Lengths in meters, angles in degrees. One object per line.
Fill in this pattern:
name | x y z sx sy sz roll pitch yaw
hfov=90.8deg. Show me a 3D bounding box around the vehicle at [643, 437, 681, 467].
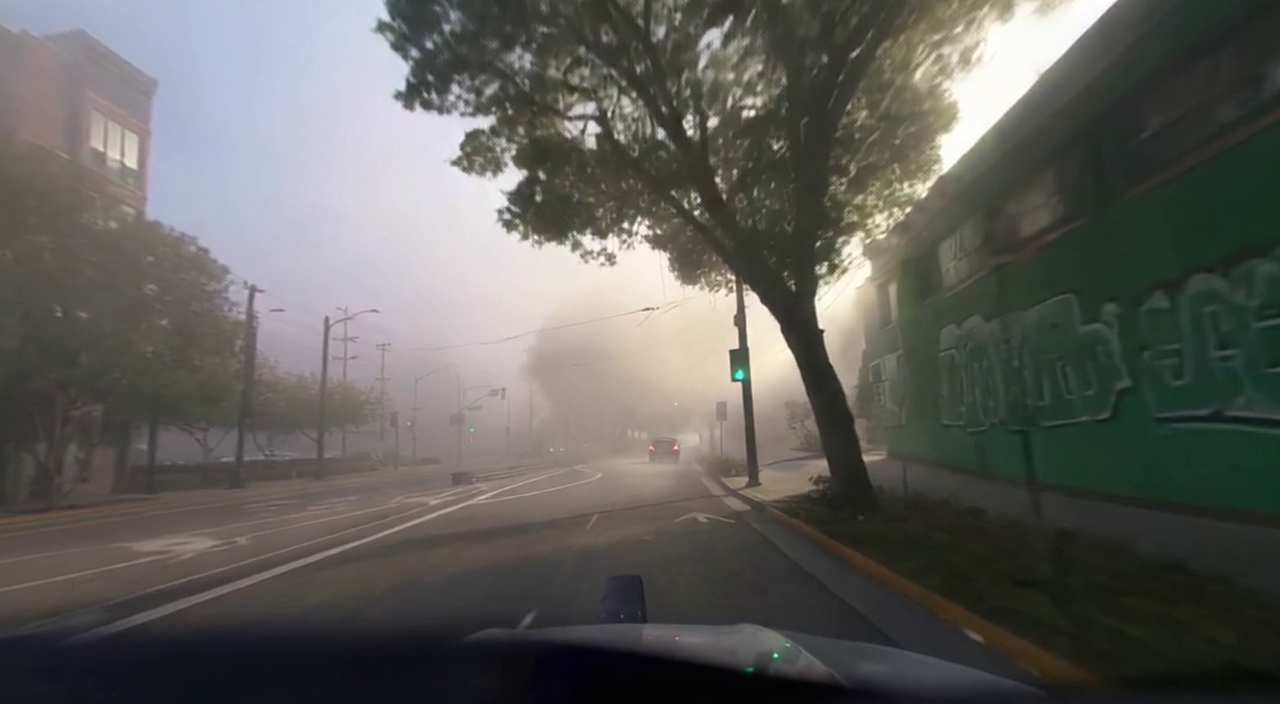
vehicle | 1.288 5.773 36.561 2.105 1.611 3.750 -1 -9 3
